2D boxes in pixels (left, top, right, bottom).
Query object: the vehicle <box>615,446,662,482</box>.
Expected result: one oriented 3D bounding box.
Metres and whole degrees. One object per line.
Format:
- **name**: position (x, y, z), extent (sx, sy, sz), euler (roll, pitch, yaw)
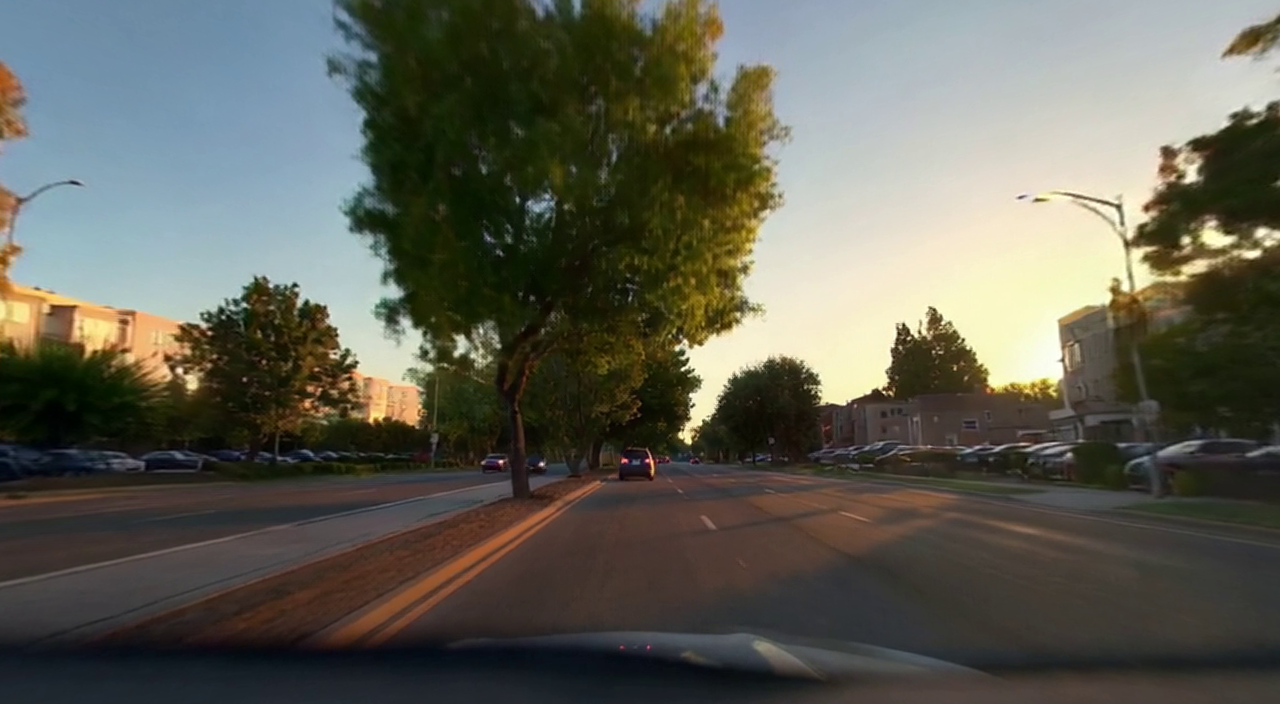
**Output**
- **vehicle**: position (-0.017, 5.342, 30.444), extent (2.093, 1.591, 4.247), euler (0, -9, 1)
